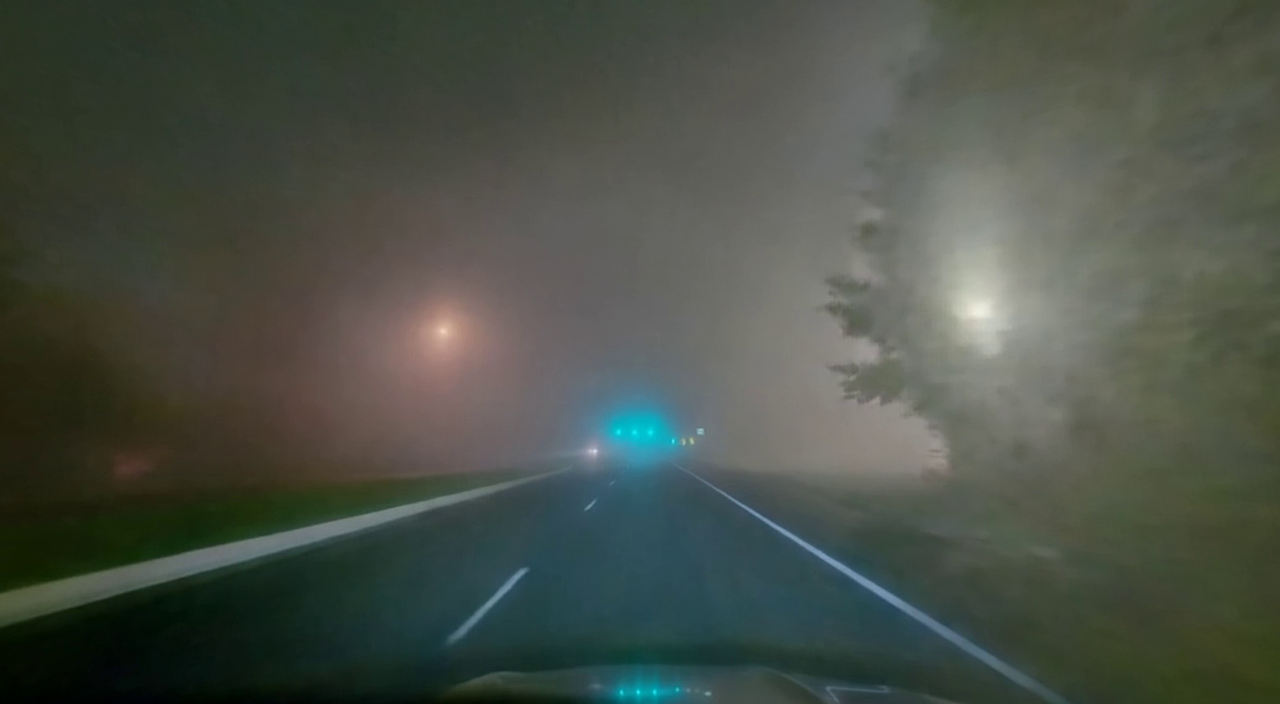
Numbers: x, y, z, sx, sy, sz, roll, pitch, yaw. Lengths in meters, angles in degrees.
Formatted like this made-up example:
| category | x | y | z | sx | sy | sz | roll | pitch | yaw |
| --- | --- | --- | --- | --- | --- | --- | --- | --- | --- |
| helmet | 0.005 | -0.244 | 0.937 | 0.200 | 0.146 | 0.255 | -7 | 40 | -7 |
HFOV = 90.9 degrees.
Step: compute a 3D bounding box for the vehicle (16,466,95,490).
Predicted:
| category | x | y | z | sx | sy | sz | roll | pitch | yaw |
| --- | --- | --- | --- | --- | --- | --- | --- | --- | --- |
| vehicle | -42.846 | 9.241 | 46.310 | 1.724 | 1.514 | 3.874 | -1 | -9 | 8 |
